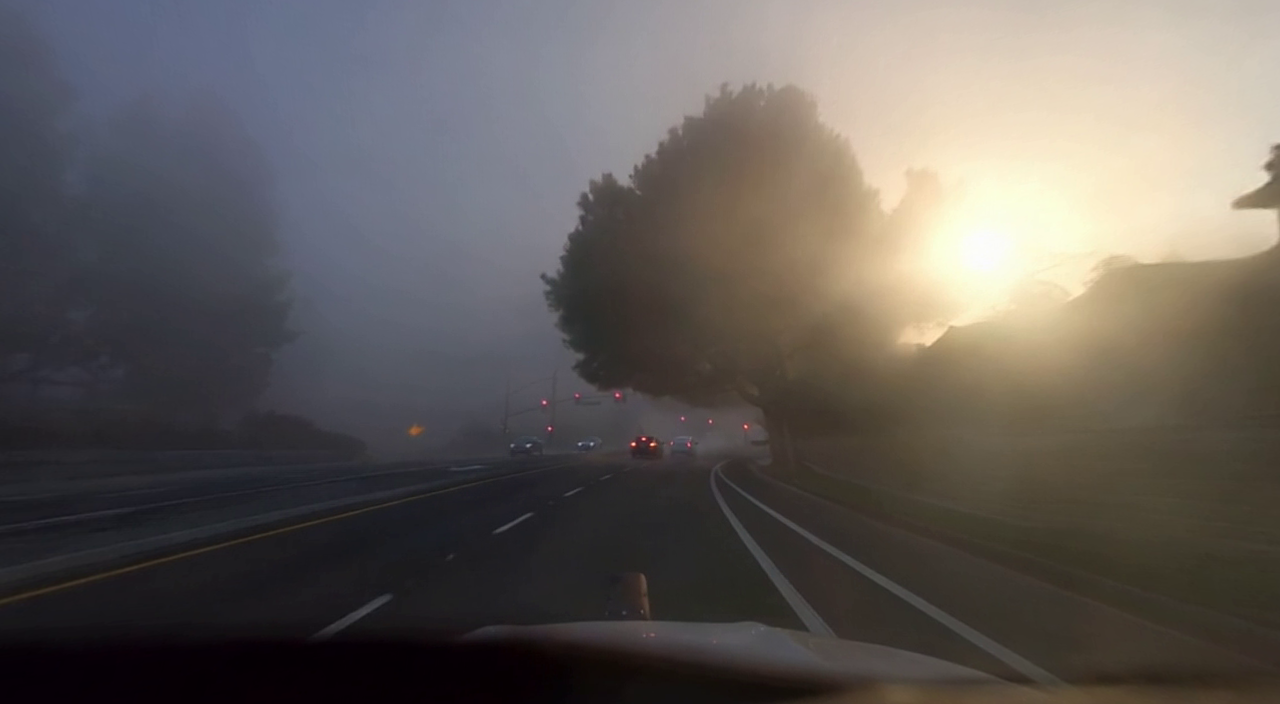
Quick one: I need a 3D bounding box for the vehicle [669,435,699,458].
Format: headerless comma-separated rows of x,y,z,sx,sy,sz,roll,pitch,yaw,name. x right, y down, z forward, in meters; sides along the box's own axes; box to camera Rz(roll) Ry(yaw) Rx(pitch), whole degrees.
3.362,7.139,47.325,2.024,1.655,4.301,-1,-9,6,vehicle

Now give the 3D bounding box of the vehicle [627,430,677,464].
0.738,5.446,36.093,2.152,1.822,4.391,-2,-9,11,vehicle
